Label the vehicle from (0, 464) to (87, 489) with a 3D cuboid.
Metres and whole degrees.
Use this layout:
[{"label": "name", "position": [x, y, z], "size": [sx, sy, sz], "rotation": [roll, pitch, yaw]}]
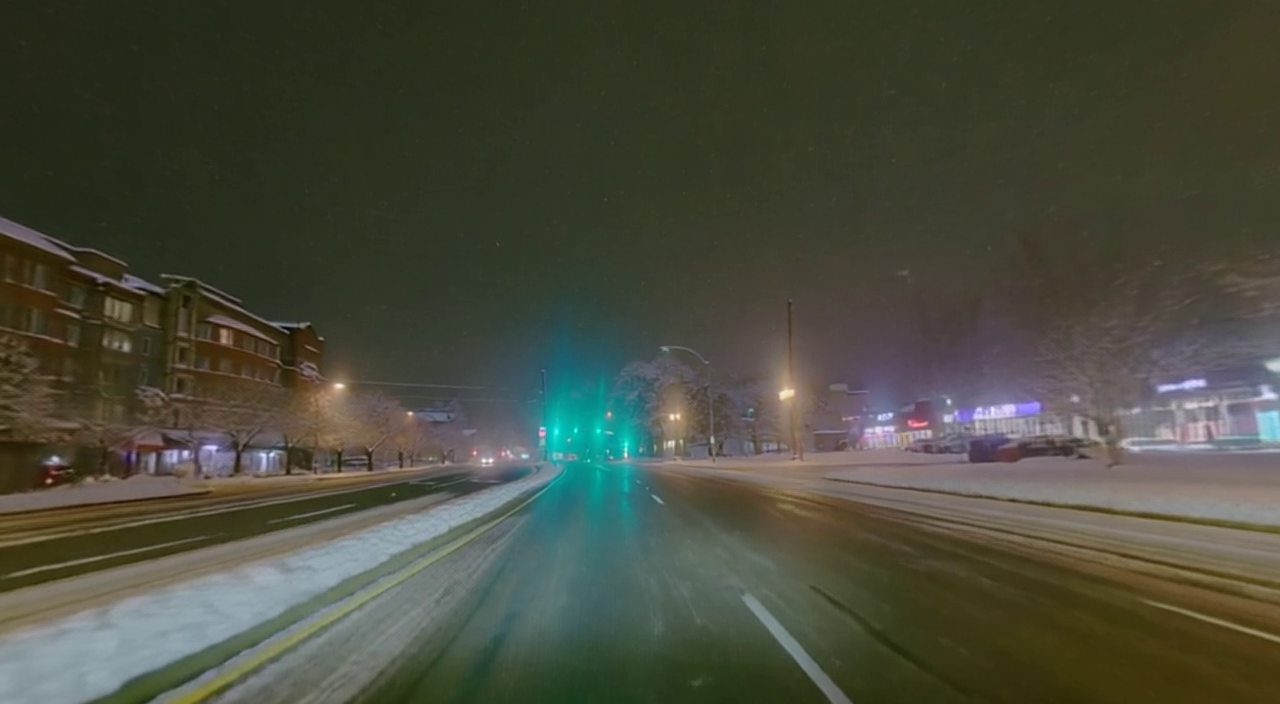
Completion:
[{"label": "vehicle", "position": [-39.717, 8.245, 41.988], "size": [3.994, 1.491, 1.730], "rotation": [4, -9, -24]}]
